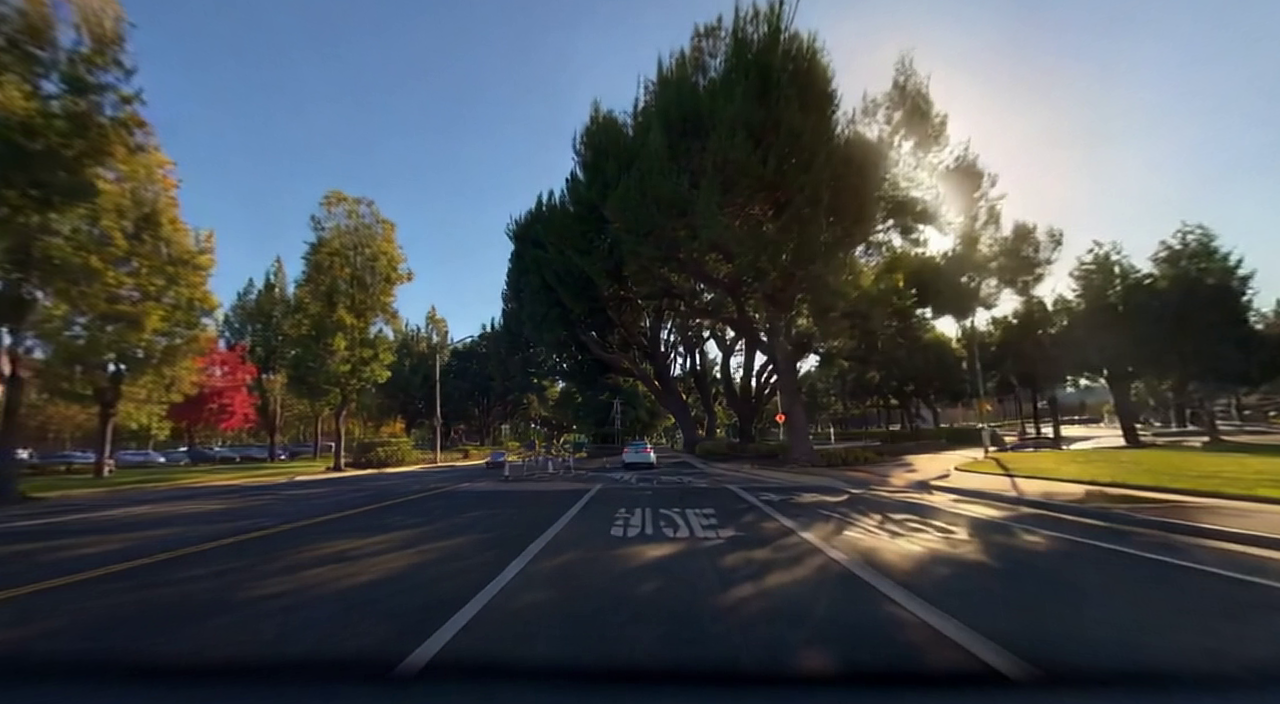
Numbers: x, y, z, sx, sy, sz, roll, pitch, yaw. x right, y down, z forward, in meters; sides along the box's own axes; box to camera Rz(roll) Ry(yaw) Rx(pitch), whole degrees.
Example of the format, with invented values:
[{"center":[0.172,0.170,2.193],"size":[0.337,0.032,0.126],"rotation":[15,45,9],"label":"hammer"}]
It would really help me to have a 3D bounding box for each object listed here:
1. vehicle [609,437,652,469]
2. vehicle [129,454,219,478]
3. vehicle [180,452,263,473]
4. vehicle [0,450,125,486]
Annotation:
[{"center":[-0.432,5.251,32.982],"size":[1.978,1.499,3.915],"rotation":[-1,-8,4],"label":"vehicle"},{"center":[-29.957,7.324,40.635],"size":[4.309,1.433,1.818],"rotation":[0,-8,-1],"label":"vehicle"},{"center":[-30.227,7.982,45.610],"size":[4.614,1.431,1.926],"rotation":[-1,-8,2],"label":"vehicle"},{"center":[-30.313,6.000,32.798],"size":[4.923,1.697,2.209],"rotation":[0,-8,-4],"label":"vehicle"}]
